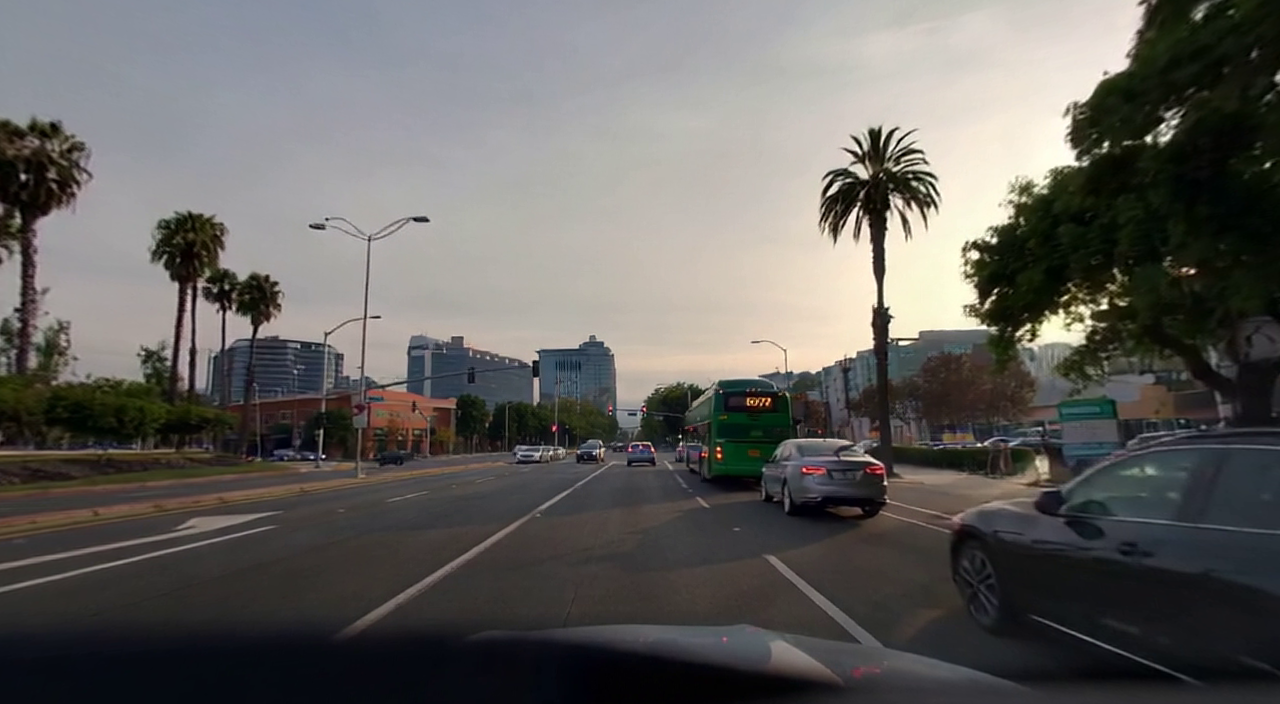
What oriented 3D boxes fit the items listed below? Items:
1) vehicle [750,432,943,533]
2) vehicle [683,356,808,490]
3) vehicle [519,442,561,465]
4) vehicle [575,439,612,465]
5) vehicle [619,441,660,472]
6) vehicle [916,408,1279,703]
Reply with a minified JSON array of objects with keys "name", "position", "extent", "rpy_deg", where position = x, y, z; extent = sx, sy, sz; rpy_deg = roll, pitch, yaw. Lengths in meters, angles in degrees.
[{"name":"vehicle","position":[3.603,2.382,12.226],"extent":[1.965,1.519,5.078],"rpy_deg":[0,-9,-1]},{"name":"vehicle","position":[3.592,3.130,25.752],"extent":[2.970,4.015,13.606],"rpy_deg":[0,-9,1]},{"name":"vehicle","position":[-6.736,6.893,43.072],"extent":[1.927,1.480,4.832],"rpy_deg":[-1,-9,2]},{"name":"vehicle","position":[-3.121,6.814,43.141],"extent":[2.020,1.721,4.366],"rpy_deg":[-1,-9,2]},{"name":"vehicle","position":[0.004,5.477,33.260],"extent":[2.060,1.499,3.831],"rpy_deg":[0,-9,1]},{"name":"vehicle","position":[3.343,1.042,2.892],"extent":[2.063,1.483,4.620],"rpy_deg":[0,-9,0]}]
